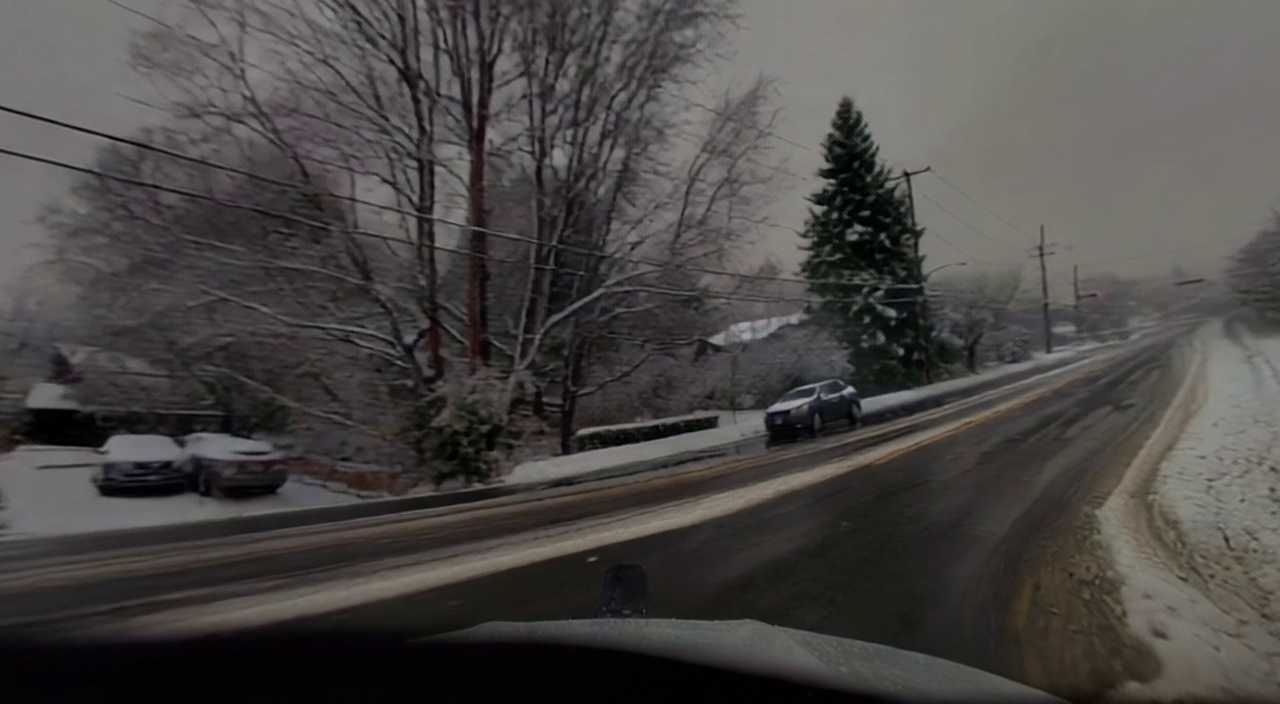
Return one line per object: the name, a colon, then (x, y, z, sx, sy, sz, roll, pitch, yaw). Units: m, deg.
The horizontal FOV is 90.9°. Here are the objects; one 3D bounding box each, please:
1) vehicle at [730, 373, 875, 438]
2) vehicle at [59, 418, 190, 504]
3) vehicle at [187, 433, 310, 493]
vehicle: (5.479, 1.698, 20.751, 5.289, 1.595, 2.032, -1, -6, -45)
vehicle: (-15.597, 3.213, 18.936, 2.413, 1.838, 4.977, 13, -9, -43)
vehicle: (-13.074, 3.606, 20.894, 5.118, 1.728, 2.216, -8, -12, 44)
